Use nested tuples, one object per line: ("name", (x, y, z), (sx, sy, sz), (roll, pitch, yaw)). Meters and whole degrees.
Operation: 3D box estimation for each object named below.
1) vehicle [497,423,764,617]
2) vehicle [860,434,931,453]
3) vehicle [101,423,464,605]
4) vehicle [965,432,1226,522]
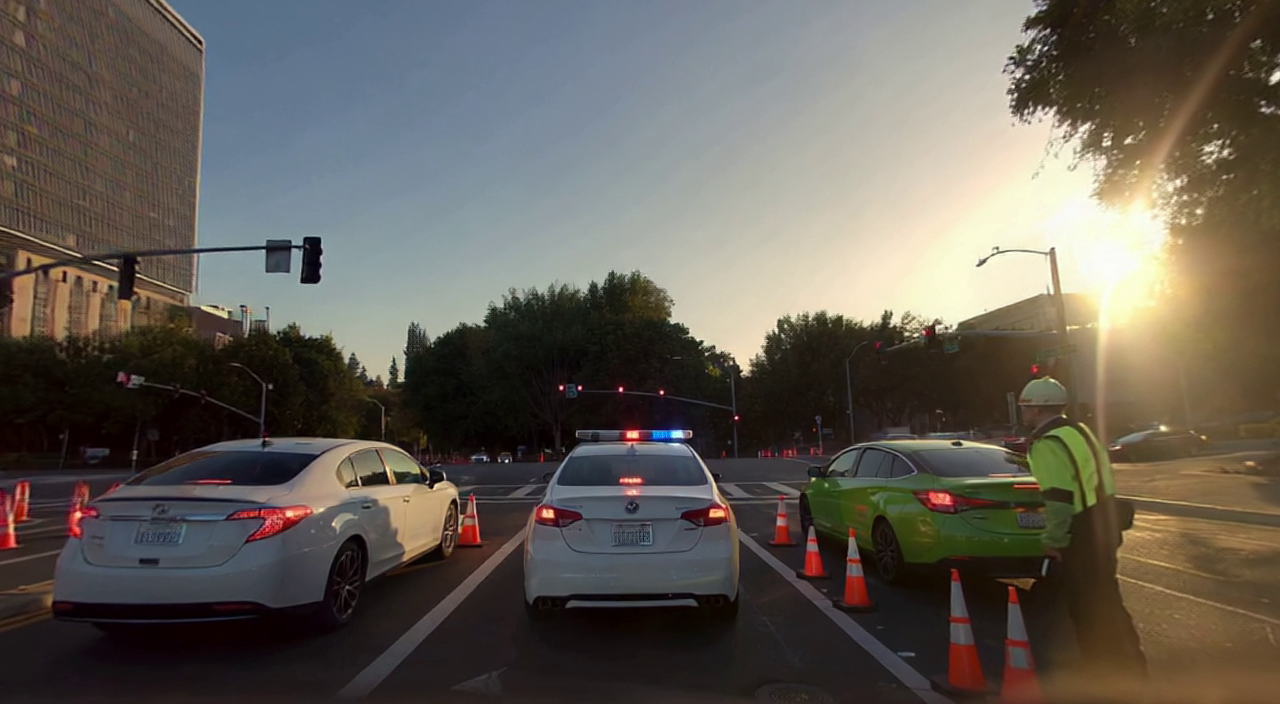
("vehicle", (-0.116, 1.627, 7.112), (2.061, 1.486, 4.332), (0, -8, -1))
("vehicle", (20.233, 7.261, 49.925), (4.827, 1.484, 1.883), (0, -9, 0))
("vehicle", (-3.604, 1.679, 7.402), (1.863, 1.526, 4.006), (0, -8, 1))
("vehicle", (9.366, 2.578, 13.601), (1.957, 1.576, 4.670), (0, -9, -3))
